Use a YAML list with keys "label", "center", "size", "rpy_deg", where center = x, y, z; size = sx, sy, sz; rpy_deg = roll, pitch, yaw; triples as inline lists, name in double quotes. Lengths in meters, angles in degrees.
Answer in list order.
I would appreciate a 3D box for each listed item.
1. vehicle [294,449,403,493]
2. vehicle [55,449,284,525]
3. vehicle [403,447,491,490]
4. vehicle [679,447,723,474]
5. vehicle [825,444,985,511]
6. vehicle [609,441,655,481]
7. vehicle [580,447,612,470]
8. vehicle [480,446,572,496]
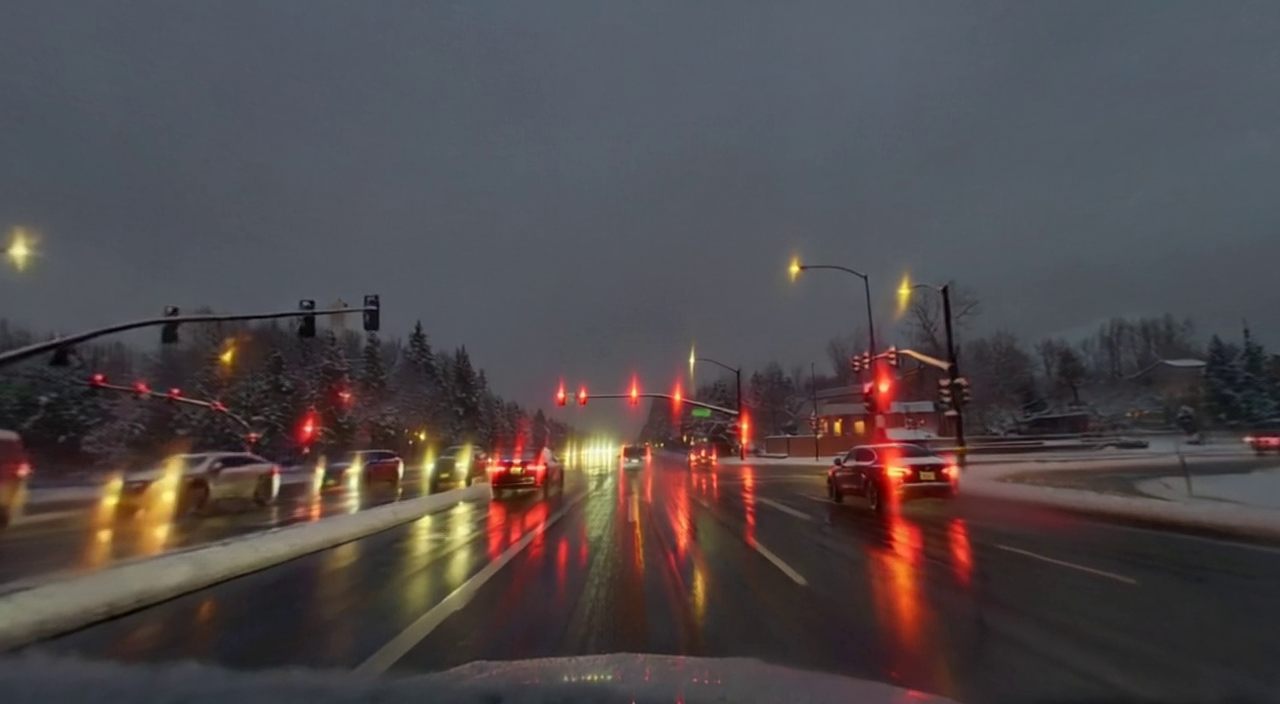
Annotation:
- label: "vehicle"
  center: [-10.968, 4.479, 24.156]
  size: [2.047, 1.479, 4.228]
  rpy_deg: [0, -8, 2]
- label: "vehicle"
  center: [-10.727, 3.057, 14.971]
  size: [1.924, 1.479, 4.508]
  rpy_deg: [0, -8, 1]
- label: "vehicle"
  center: [-7.445, 4.508, 24.915]
  size: [2.013, 1.488, 4.596]
  rpy_deg: [0, -8, 0]
- label: "vehicle"
  center: [3.419, 6.180, 36.317]
  size: [2.014, 1.430, 4.103]
  rpy_deg: [0, -8, -2]
- label: "vehicle"
  center: [6.457, 3.083, 16.114]
  size: [2.028, 1.451, 4.625]
  rpy_deg: [0, -8, -1]
- label: "vehicle"
  center: [-0.335, 5.071, 29.764]
  size: [2.008, 1.716, 4.125]
  rpy_deg: [0, -8, 0]
- label: "vehicle"
  center: [-3.063, 7.546, 44.865]
  size: [2.002, 1.502, 4.057]
  rpy_deg: [0, -8, 0]
- label: "vehicle"
  center: [-3.691, 3.928, 21.332]
  size: [2.163, 1.474, 4.413]
  rpy_deg: [0, -8, 2]
